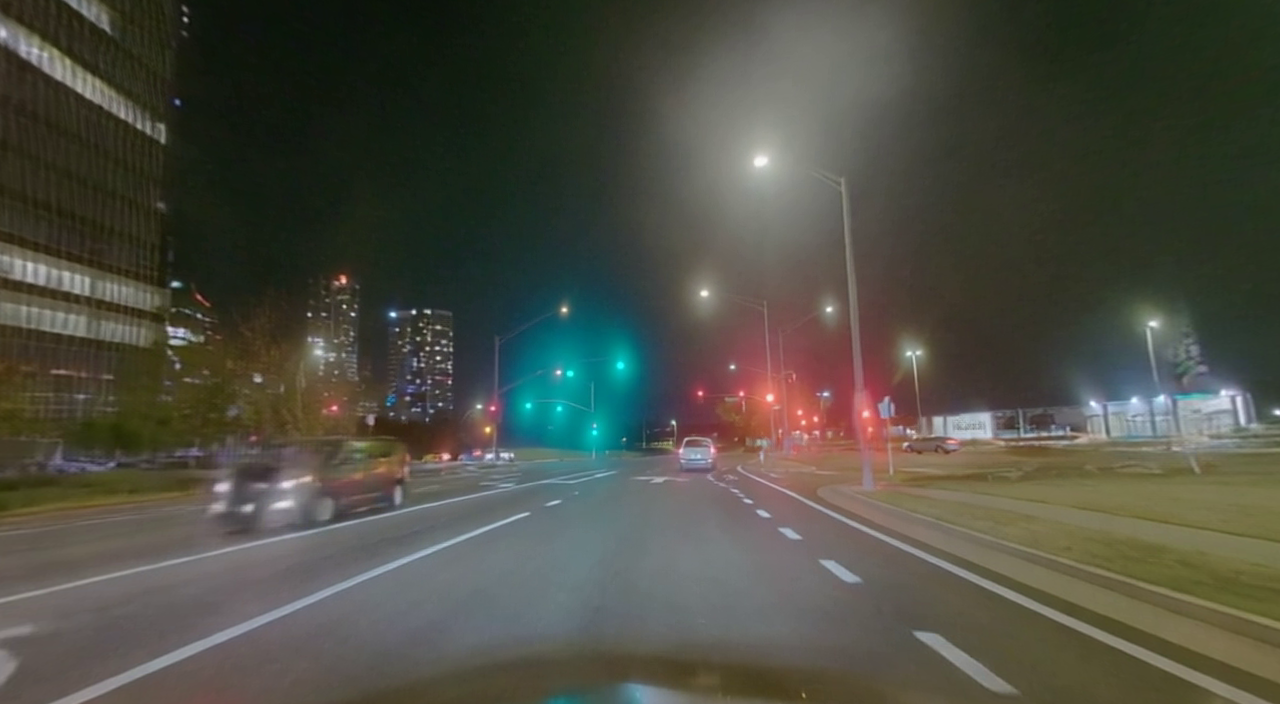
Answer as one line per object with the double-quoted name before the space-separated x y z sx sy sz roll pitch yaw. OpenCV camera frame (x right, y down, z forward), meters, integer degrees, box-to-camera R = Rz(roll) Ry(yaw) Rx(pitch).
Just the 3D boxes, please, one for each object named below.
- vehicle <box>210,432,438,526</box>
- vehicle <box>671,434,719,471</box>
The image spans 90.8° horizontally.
"vehicle" -6.628 2.697 14.138 2.183 1.699 4.974 -1 -8 5
"vehicle" 2.982 5.314 33.640 2.230 1.827 4.298 -1 -9 9
